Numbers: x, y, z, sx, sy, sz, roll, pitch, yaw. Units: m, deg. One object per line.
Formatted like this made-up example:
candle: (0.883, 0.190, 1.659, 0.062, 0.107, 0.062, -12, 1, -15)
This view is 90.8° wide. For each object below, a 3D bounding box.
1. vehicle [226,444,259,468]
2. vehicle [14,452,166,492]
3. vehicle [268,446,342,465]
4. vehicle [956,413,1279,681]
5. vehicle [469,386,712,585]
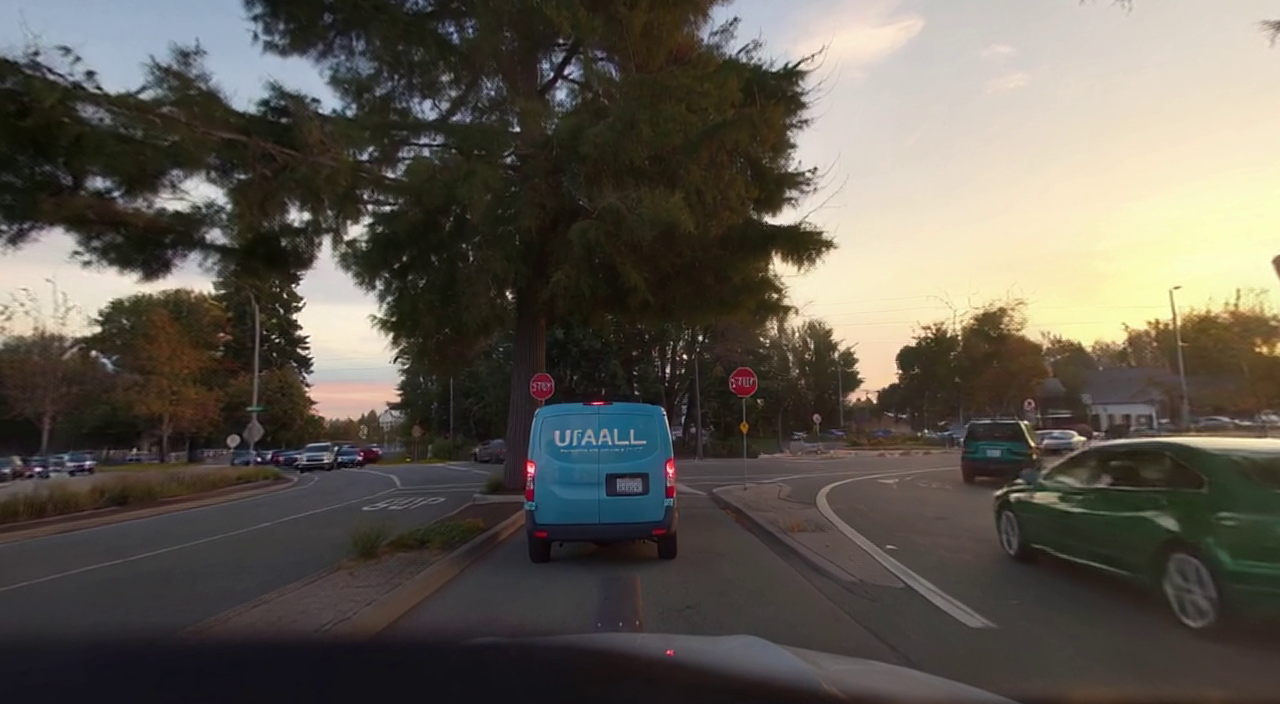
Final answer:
vehicle: (-30.040, 7.847, 47.798, 1.913, 1.682, 4.120, 5, -10, -31)
vehicle: (-21.508, 4.660, 24.988, 2.038, 1.392, 4.362, 0, -9, 1)
vehicle: (-26.303, 8.119, 49.705, 4.670, 1.472, 1.851, 1, -9, -8)
vehicle: (4.916, 1.432, 5.734, 2.079, 1.504, 4.828, -1, -9, 7)
vehicle: (-0.387, 1.579, 8.193, 2.237, 1.828, 4.546, 0, -9, 2)
